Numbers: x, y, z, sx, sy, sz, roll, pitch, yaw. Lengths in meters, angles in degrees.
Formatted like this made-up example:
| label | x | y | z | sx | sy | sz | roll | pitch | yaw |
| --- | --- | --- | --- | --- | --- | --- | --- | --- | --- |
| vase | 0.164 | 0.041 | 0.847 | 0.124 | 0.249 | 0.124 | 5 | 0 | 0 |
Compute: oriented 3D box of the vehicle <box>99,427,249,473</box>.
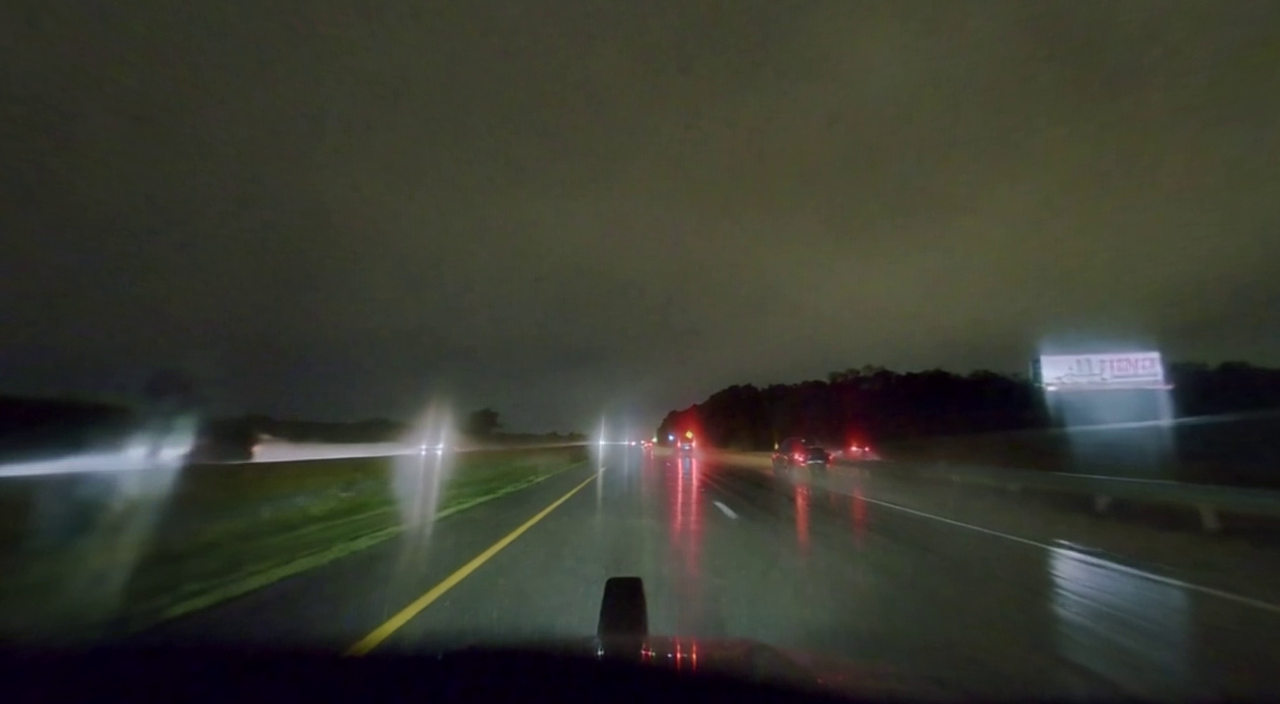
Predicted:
| label | x | y | z | sx | sy | sz | roll | pitch | yaw |
| --- | --- | --- | --- | --- | --- | --- | --- | --- | --- |
| vehicle | -21.526 | 4.577 | 29.610 | 2.454 | 1.943 | 5.953 | 0 | -8 | 0 |
